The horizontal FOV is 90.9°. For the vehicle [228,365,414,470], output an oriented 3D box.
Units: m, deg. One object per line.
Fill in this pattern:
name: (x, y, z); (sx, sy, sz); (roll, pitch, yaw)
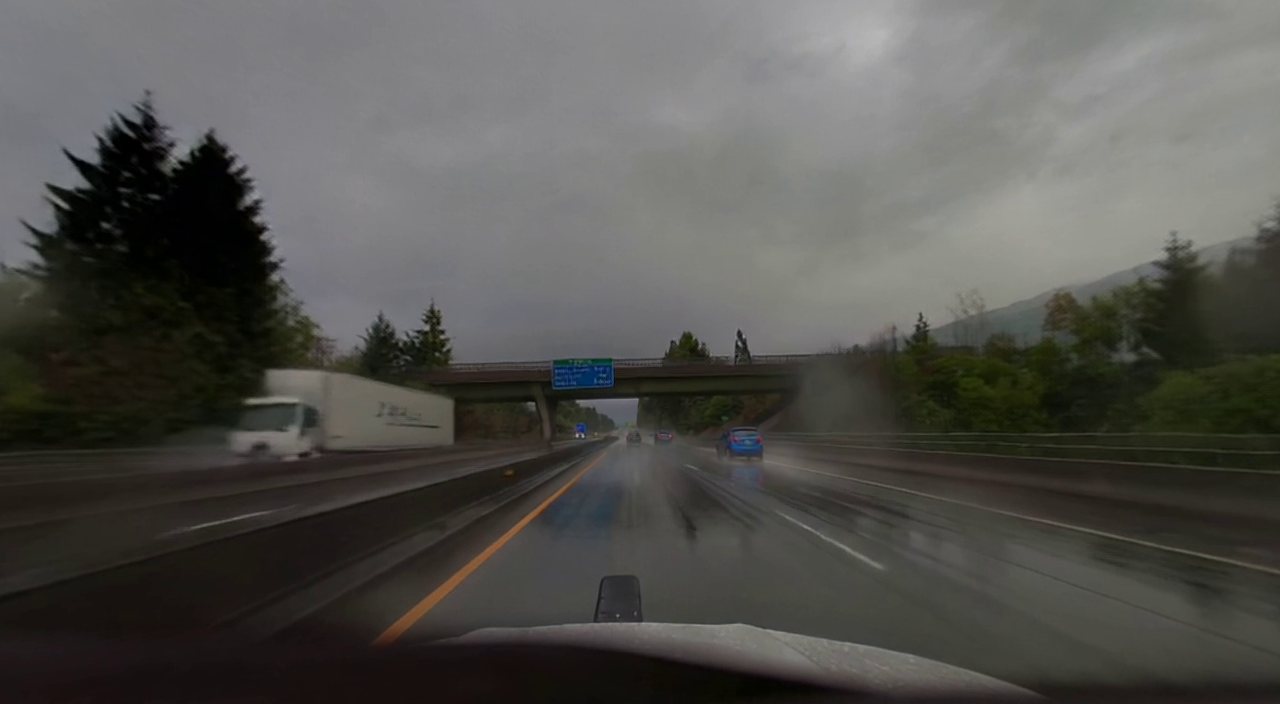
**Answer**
vehicle: (-13.536, 3.085, 28.343); (2.949, 3.820, 10.704); (0, -8, -1)

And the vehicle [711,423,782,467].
vehicle: (4.311, 3.847, 26.228); (2.073, 1.651, 4.065); (0, -8, -2)
